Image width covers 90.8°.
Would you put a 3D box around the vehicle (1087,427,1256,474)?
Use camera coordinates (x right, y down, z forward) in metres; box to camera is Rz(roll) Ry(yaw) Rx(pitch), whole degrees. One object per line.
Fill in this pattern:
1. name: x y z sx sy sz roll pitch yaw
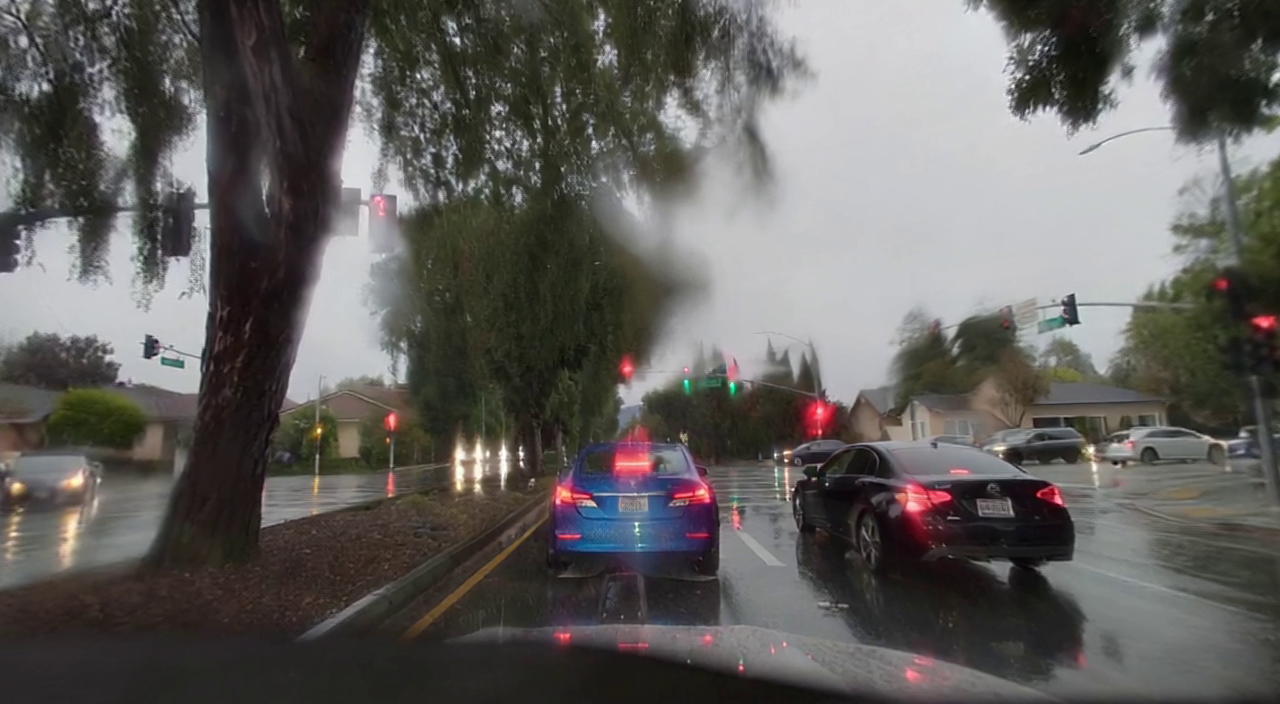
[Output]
1. vehicle: 22.601 4.208 27.074 5.073 1.916 2.290 0 -8 2

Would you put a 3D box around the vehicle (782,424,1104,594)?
1. vehicle: 3.181 1.714 7.763 1.913 1.505 4.097 0 -8 0

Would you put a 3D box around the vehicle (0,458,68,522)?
1. vehicle: -18.065 3.920 18.247 2.132 1.491 4.592 4 -9 -43

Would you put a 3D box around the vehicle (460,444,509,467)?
1. vehicle: -11.083 7.406 45.361 2.102 1.531 5.072 0 -8 2

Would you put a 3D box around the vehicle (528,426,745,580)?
1. vehicle: -0.056 1.777 8.258 2.103 1.478 4.073 0 -8 -1

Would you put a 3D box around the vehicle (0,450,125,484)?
1. vehicle: -28.419 5.621 31.044 4.538 1.591 1.949 0 -8 2
